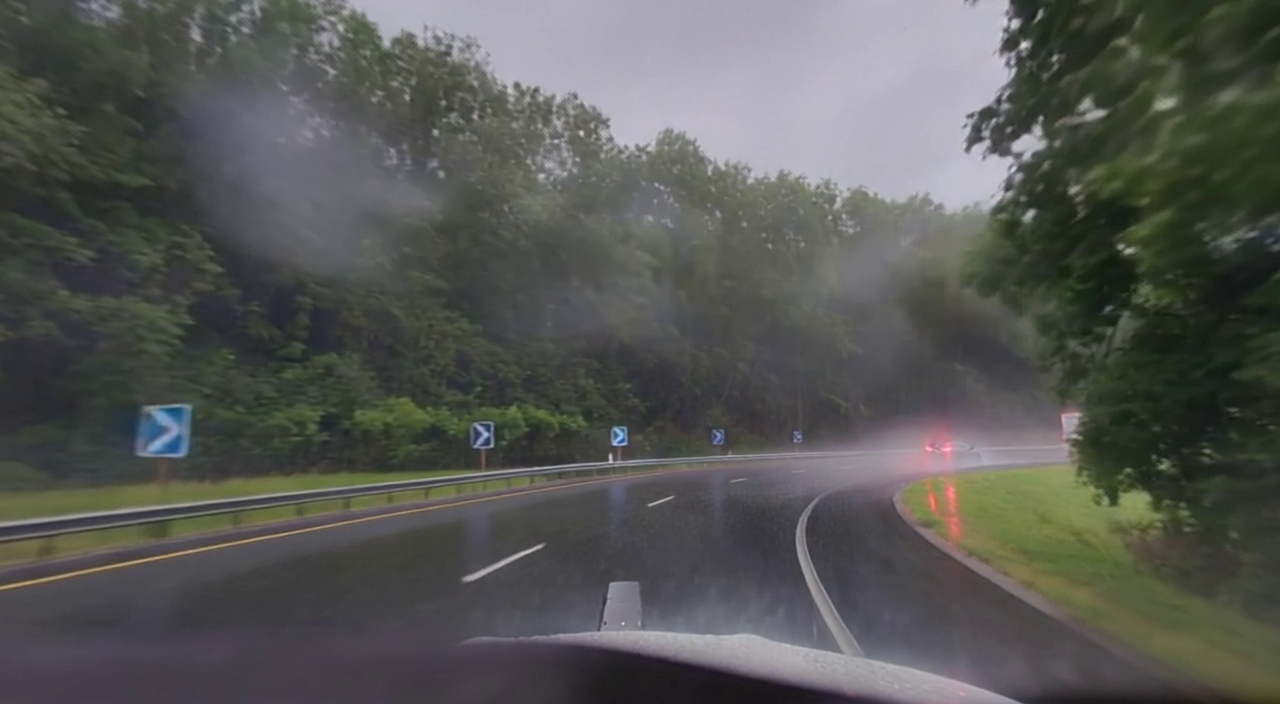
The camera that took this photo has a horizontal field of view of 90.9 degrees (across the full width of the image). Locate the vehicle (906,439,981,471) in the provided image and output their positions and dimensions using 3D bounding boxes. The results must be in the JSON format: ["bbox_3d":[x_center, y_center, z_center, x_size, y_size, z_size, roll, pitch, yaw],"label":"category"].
[{"bbox_3d":[17.101,5.774,35.386,4.325,1.674,2.221,8,-12,-42],"label":"vehicle"}]

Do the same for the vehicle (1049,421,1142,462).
[{"bbox_3d":[33.499,6.628,46.352,5.981,2.823,2.498,3,-10,-22],"label":"vehicle"}]
